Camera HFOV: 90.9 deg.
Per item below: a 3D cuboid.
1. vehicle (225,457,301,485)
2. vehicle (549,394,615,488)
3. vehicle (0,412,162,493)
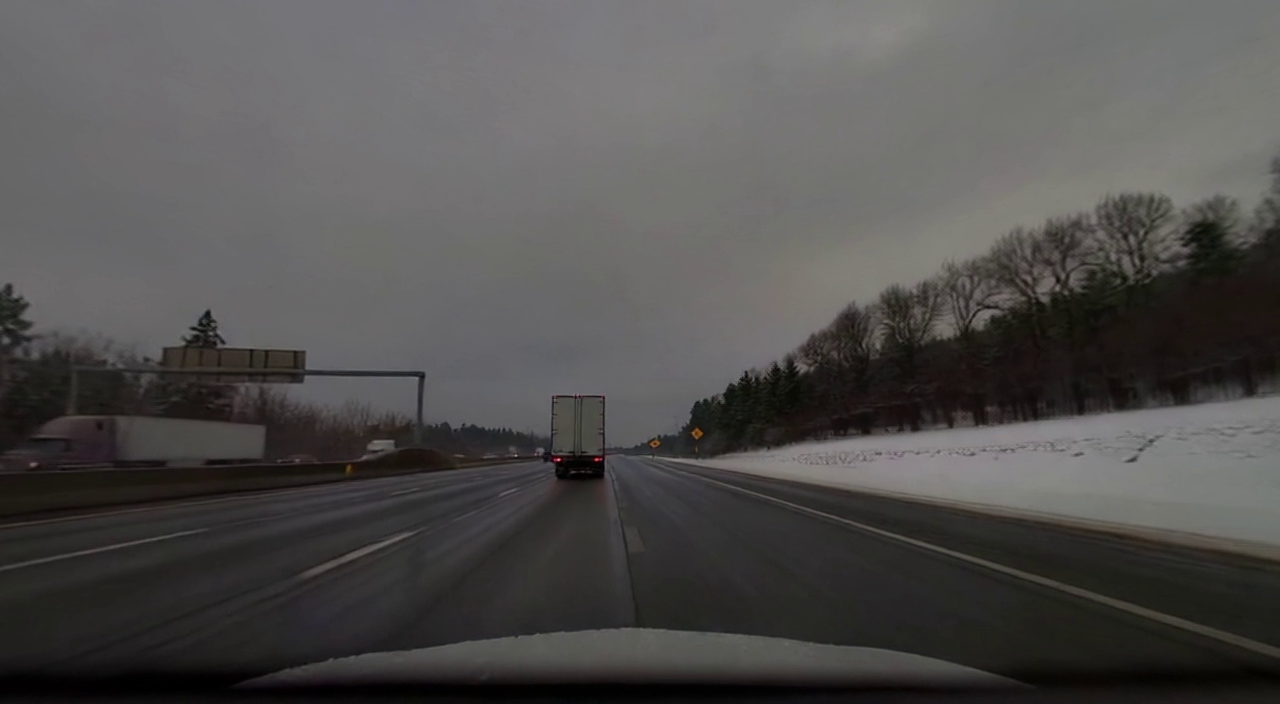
[{"bbox_3d":[-21.571,6.809,36.250,1.742,1.441,4.375,0,-9,-2],"label":"vehicle"},{"bbox_3d":[-2.908,4.860,33.842,2.875,4.056,12.312,0,-9,-3],"label":"vehicle"},{"bbox_3d":[-28.937,5.236,32.962,2.974,3.835,6.127,0,-9,-2],"label":"vehicle"}]
